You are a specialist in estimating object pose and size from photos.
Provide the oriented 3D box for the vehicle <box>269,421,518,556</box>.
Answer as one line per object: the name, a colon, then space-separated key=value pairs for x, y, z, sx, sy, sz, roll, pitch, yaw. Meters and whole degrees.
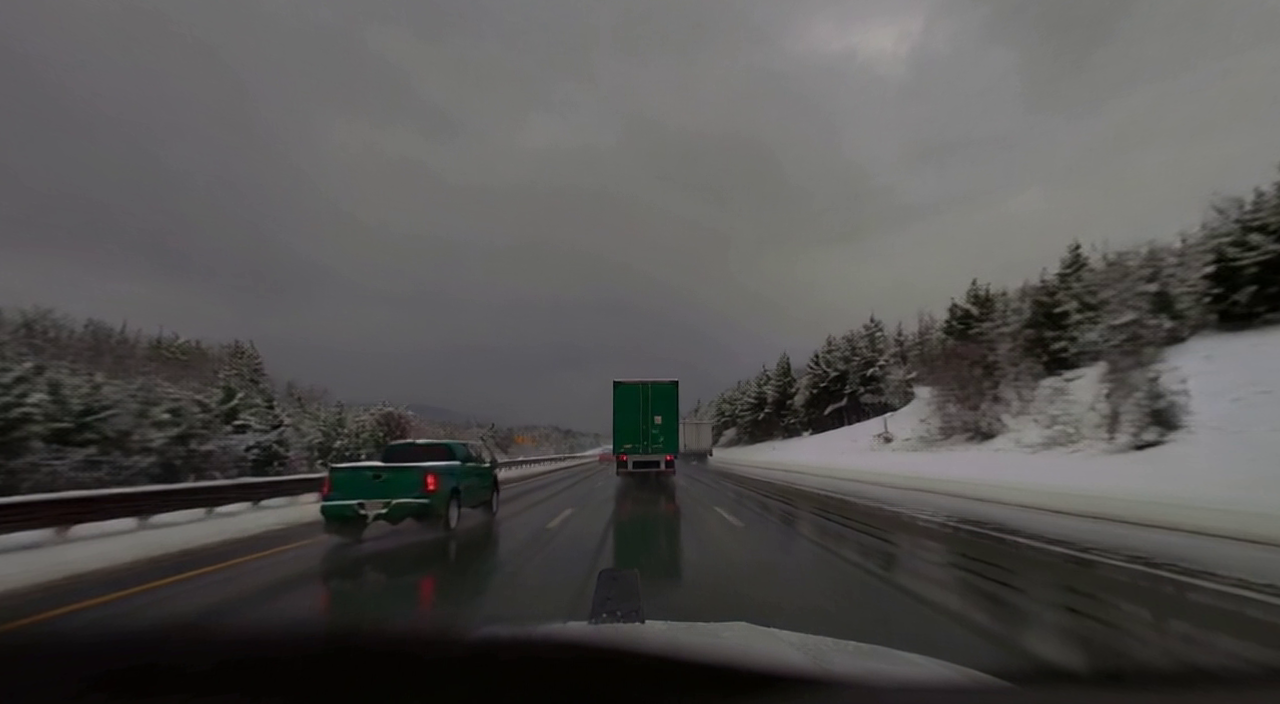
vehicle: x=-3.496 y=2.047 z=10.113 sx=2.173 sy=1.657 sz=4.401 roll=0 pitch=-9 yaw=0

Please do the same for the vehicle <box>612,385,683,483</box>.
vehicle: x=0.331 y=4.231 z=31.745 sx=2.932 sy=4.042 sz=11.054 roll=0 pitch=-9 yaw=0
